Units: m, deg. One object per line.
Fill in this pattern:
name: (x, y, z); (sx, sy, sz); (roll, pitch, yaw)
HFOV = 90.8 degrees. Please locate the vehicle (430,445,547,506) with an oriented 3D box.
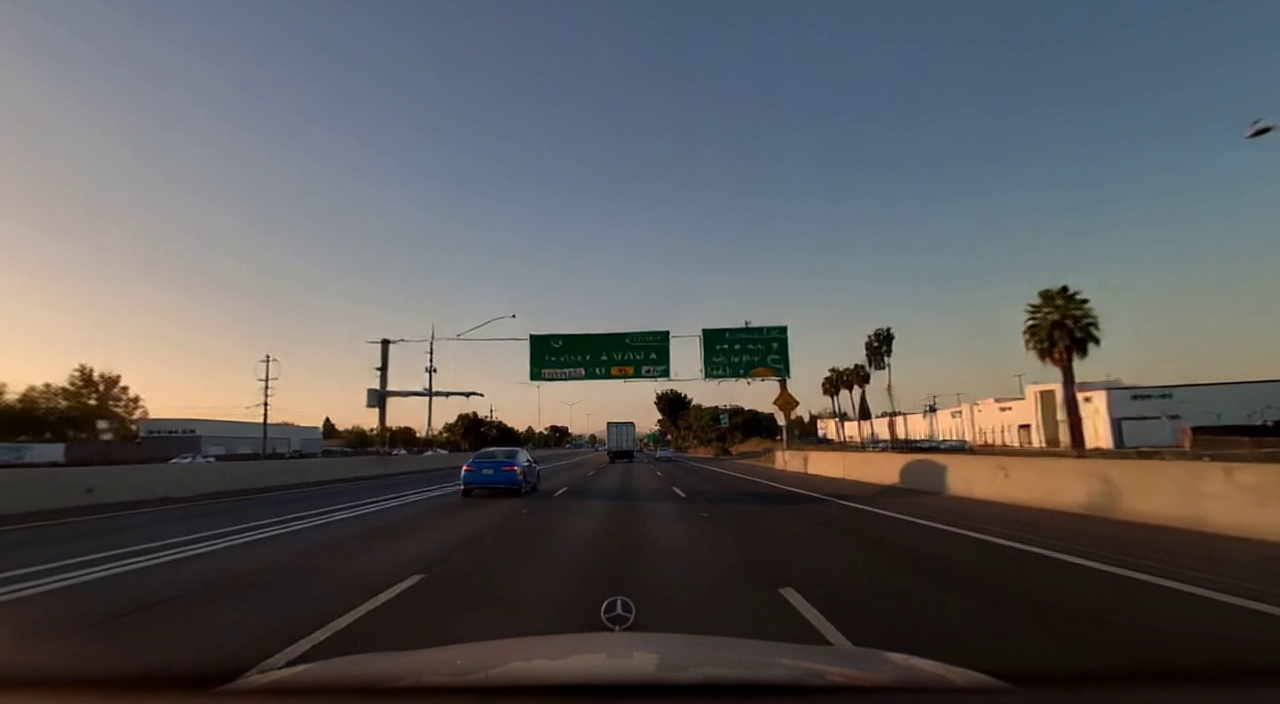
vehicle: (-3.933, 3.265, 17.223); (2.097, 1.447, 4.291); (0, -9, 0)

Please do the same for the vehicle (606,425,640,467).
vehicle: (-1.269, 7.153, 48.020); (2.364, 2.953, 6.495); (0, -9, -1)
